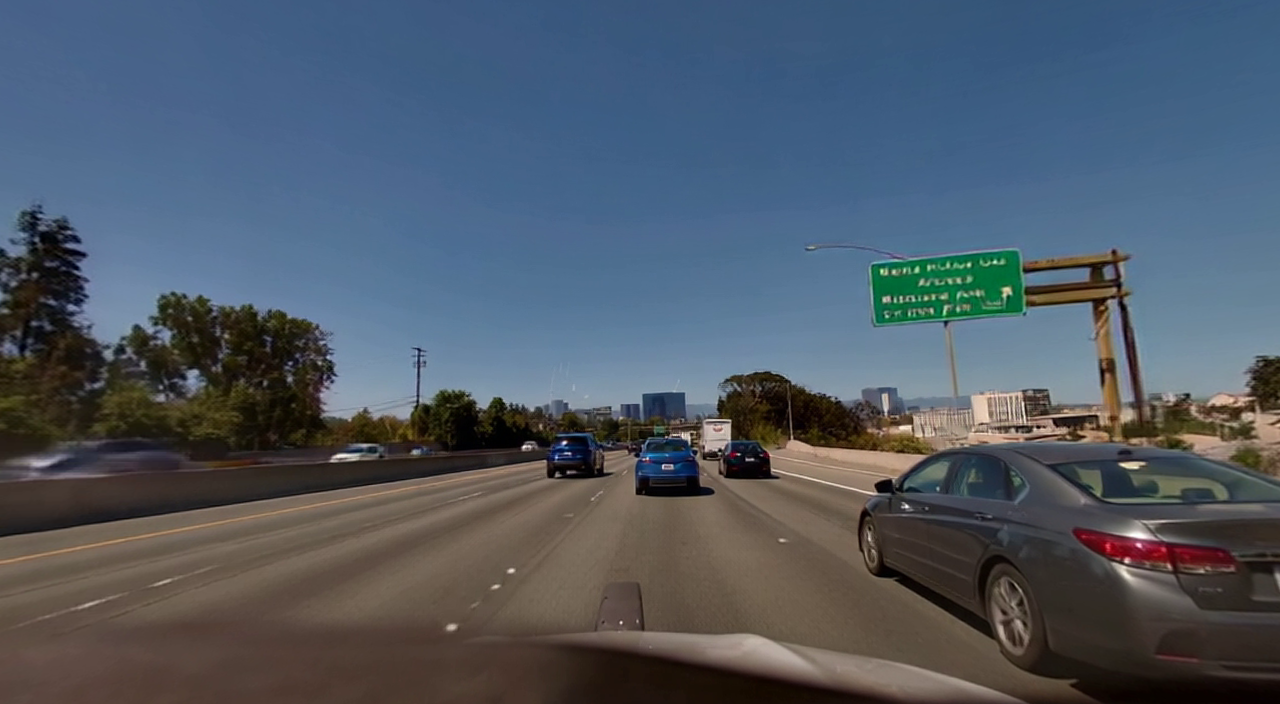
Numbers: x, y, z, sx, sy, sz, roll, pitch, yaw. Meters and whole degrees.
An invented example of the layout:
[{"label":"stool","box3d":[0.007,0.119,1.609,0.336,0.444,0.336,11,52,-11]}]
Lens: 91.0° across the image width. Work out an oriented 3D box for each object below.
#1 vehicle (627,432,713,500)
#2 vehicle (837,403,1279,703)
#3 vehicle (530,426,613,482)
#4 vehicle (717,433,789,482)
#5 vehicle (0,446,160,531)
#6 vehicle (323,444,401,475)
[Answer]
[{"label":"vehicle","box3d":[0.790,3.038,17.075,2.074,1.614,3.803,0,-9,2]},{"label":"vehicle","box3d":[3.191,1.288,4.705,2.009,1.489,4.559,0,-9,1]},{"label":"vehicle","box3d":[-2.551,4.022,25.059,2.434,1.965,5.305,0,-9,3]},{"label":"vehicle","box3d":[4.178,3.988,24.079,2.076,1.684,4.241,0,-9,2]},{"label":"vehicle","box3d":[-12.358,2.644,12.615,1.906,1.499,4.426,0,-9,2]},{"label":"vehicle","box3d":[-14.542,5.658,33.217,1.874,1.504,4.406,0,-9,3]}]
